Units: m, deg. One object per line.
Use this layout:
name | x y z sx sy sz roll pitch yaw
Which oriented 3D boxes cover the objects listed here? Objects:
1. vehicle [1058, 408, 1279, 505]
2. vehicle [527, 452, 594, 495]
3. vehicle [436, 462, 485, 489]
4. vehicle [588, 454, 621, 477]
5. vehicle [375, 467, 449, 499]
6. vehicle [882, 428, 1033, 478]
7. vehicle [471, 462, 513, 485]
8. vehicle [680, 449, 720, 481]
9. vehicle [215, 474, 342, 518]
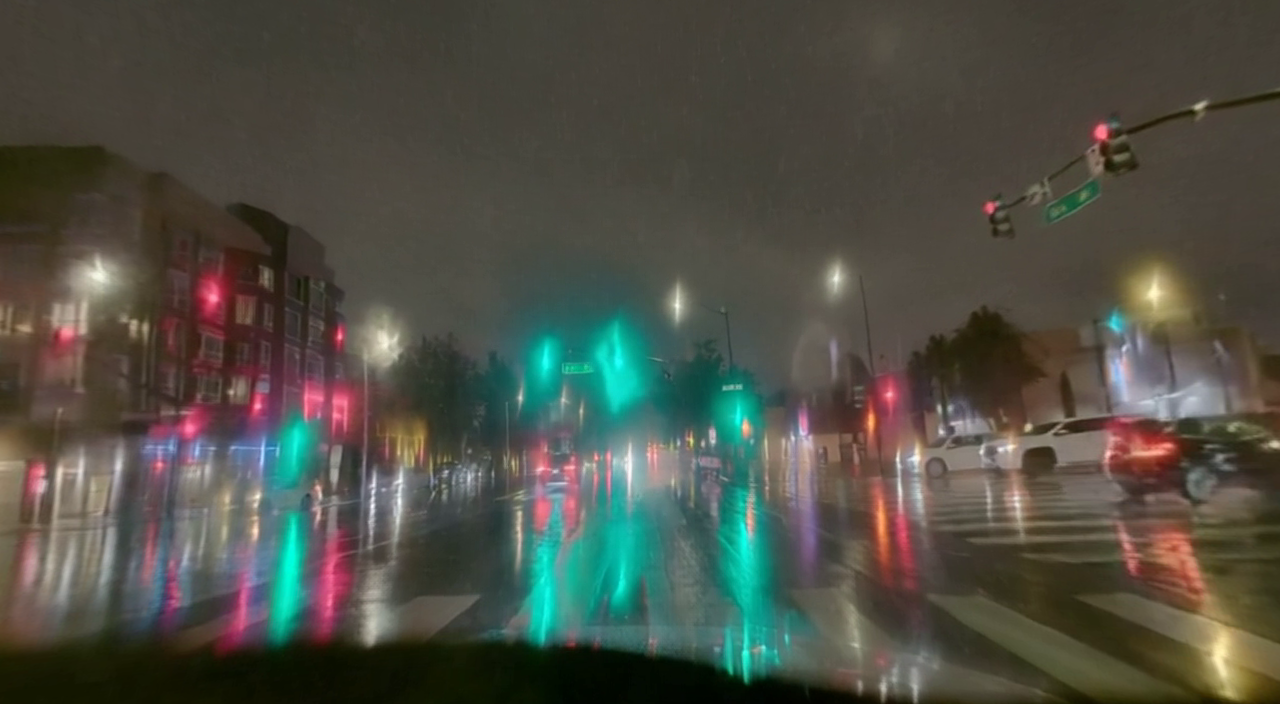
vehicle | 10.347 1.804 11.106 4.540 1.480 2.153 1 -8 -7
vehicle | -3.017 4.677 24.687 1.973 1.496 3.713 0 -8 2
vehicle | -11.820 8.143 41.792 1.933 1.628 3.973 0 -8 2
vehicle | -2.509 8.149 45.535 1.916 1.487 4.535 0 -8 2
vehicle | -12.207 7.011 34.086 1.934 1.434 4.636 -1 -8 5
vehicle | 11.176 3.582 22.424 4.288 1.689 1.909 0 -8 1
vehicle | -11.418 9.365 48.849 2.041 1.526 4.749 0 -8 0
vehicle | 3.521 6.710 37.805 1.924 1.765 3.954 0 -8 -1
vehicle | -15.298 6.082 26.998 1.999 1.466 4.535 -2 -9 15
